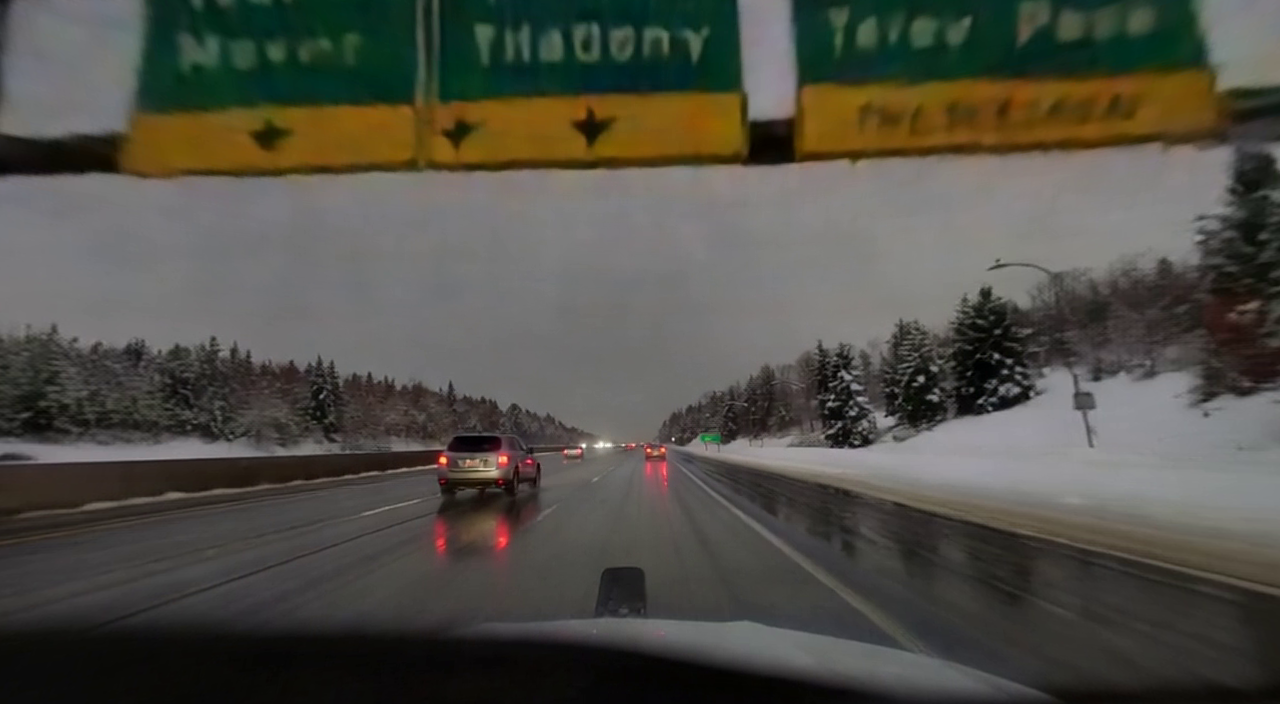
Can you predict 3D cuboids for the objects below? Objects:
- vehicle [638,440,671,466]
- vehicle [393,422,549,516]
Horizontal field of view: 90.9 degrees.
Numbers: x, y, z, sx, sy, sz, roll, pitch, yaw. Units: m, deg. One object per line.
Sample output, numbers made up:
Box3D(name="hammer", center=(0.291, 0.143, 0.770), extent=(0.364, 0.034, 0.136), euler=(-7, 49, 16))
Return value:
Box3D(name="vehicle", center=(0.924, 6.620, 41.487), extent=(2.023, 1.589, 4.030), euler=(0, -9, 0))
Box3D(name="vehicle", center=(-3.536, 2.566, 14.285), extent=(2.214, 1.759, 4.435), euler=(-1, -9, 1))
